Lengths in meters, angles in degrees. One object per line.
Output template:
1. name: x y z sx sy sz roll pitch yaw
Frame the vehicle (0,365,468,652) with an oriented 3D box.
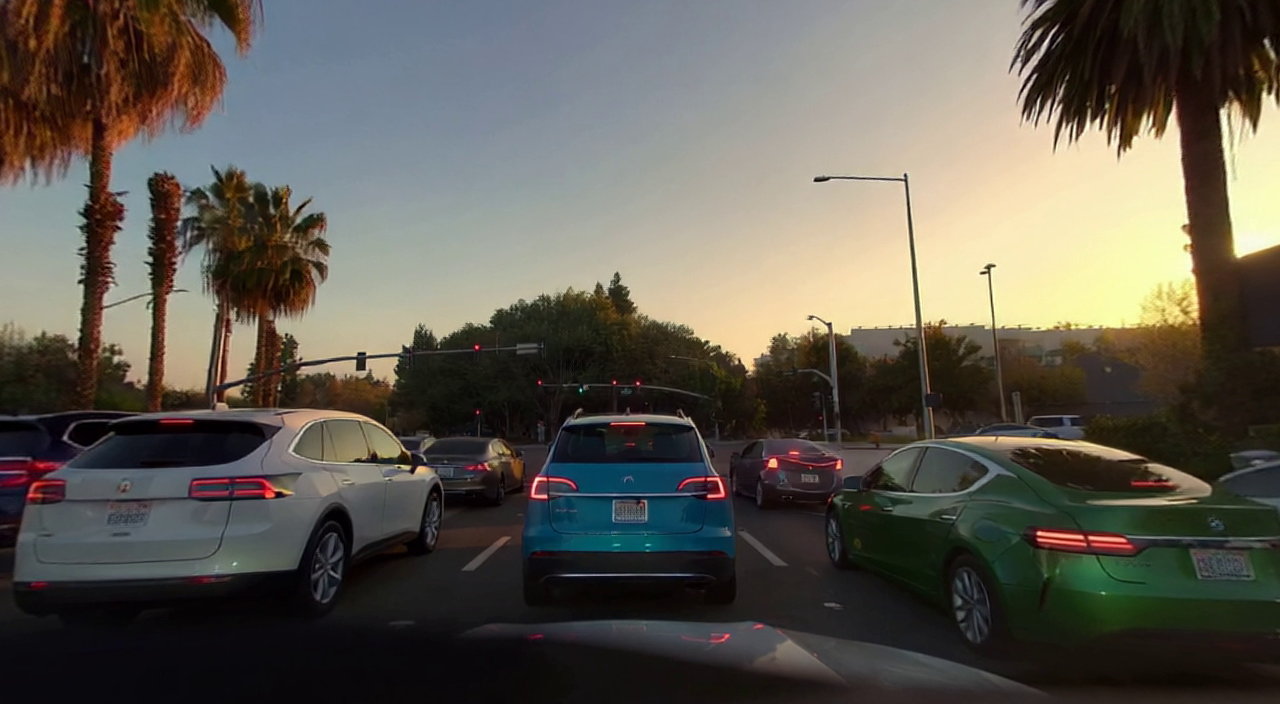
1. vehicle: -3.344 1.278 6.129 2.014 1.755 4.360 0 -8 1

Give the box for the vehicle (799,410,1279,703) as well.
1. vehicle: 2.968 1.361 5.253 2.017 1.491 4.611 0 -8 -1

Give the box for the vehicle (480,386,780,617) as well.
1. vehicle: -0.131 1.461 7.067 2.280 1.747 4.361 0 -8 -2
